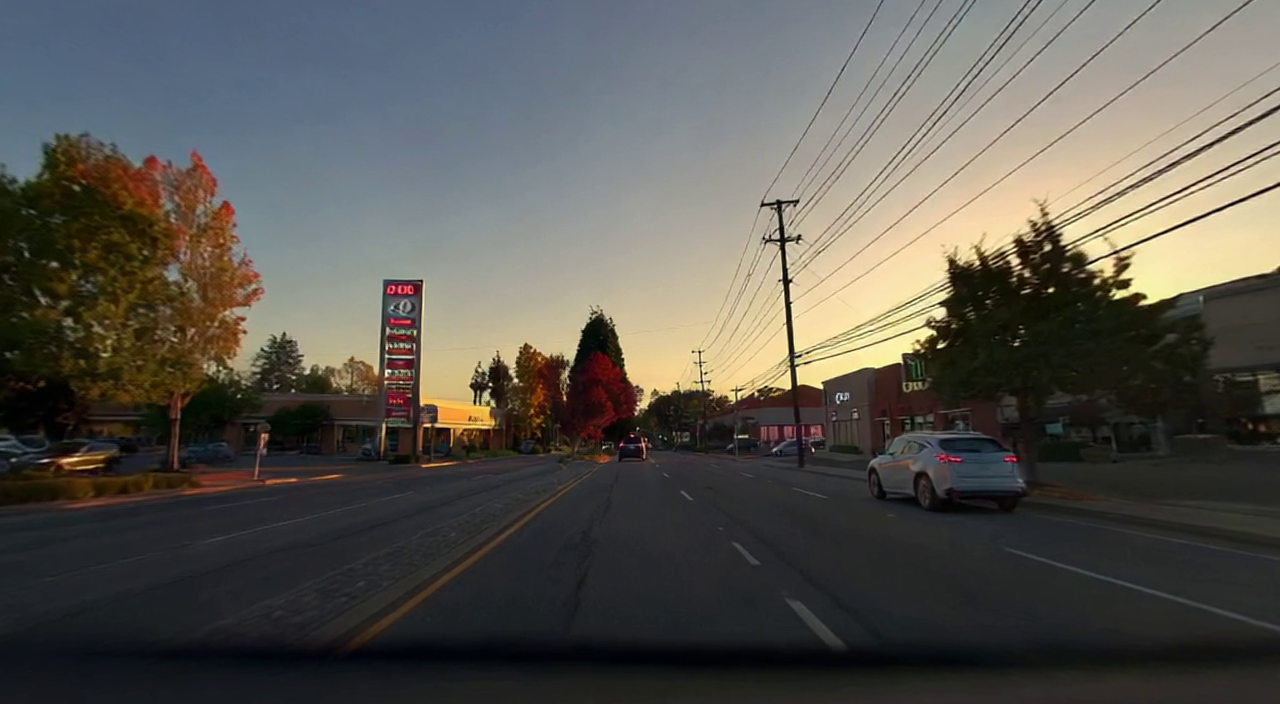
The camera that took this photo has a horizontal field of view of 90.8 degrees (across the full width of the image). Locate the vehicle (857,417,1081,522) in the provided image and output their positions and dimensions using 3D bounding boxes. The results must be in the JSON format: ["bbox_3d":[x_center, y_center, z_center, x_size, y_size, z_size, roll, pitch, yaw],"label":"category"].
[{"bbox_3d":[6.206,2.262,12.678,1.995,1.705,4.434,0,-8,-1],"label":"vehicle"}]

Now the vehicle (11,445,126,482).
[{"bbox_3d":[-30.824,5.991,34.341,1.979,1.855,5.380,1,-9,-11],"label":"vehicle"}]
